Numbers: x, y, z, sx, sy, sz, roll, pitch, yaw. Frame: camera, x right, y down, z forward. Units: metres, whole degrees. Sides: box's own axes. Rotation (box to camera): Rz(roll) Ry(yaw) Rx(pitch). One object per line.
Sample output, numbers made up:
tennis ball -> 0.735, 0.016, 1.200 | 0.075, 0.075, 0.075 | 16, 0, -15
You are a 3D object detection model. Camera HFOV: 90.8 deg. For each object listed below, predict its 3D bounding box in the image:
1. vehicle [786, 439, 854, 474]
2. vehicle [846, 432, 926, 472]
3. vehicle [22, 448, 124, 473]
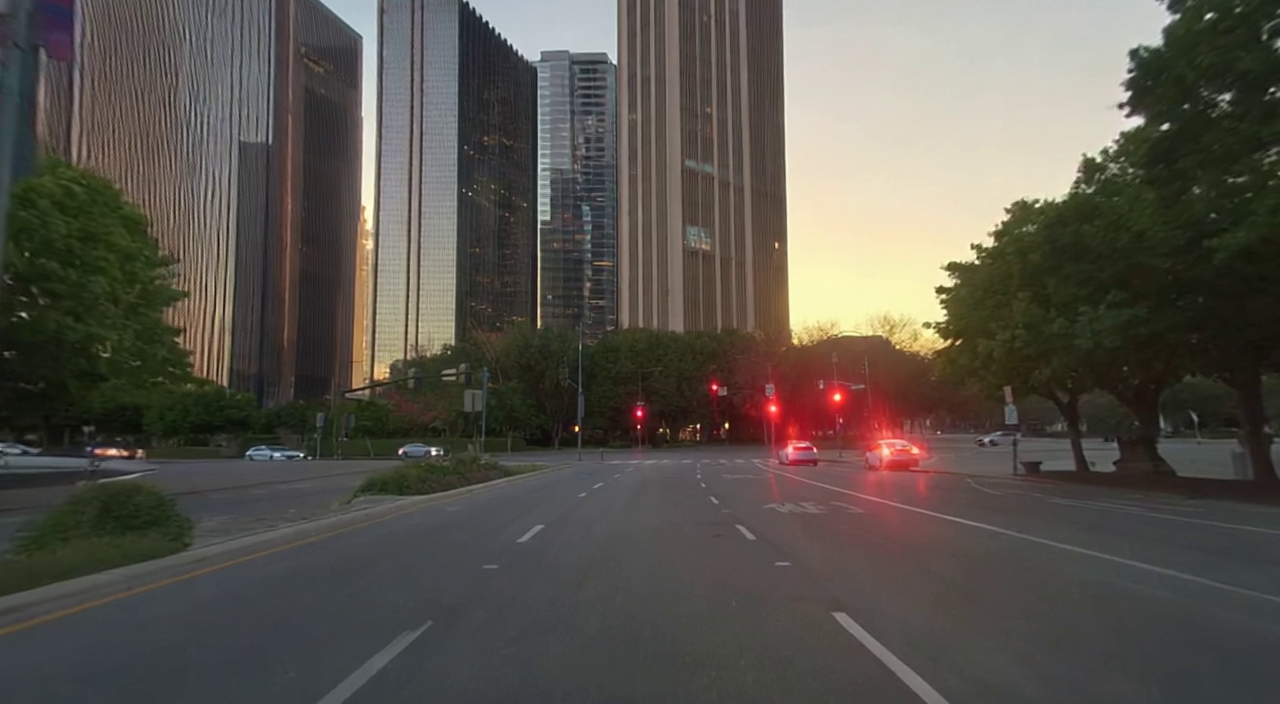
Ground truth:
vehicle -> 8.339, 4.897, 29.777 | 1.936, 1.489, 4.885 | -1, -8, 2
vehicle -> 12.019, 4.921, 31.222 | 2.027, 1.810, 4.854 | 0, -9, 1
vehicle -> -34.564, 6.633, 38.587 | 4.417, 1.448, 1.907 | 0, -8, 0
